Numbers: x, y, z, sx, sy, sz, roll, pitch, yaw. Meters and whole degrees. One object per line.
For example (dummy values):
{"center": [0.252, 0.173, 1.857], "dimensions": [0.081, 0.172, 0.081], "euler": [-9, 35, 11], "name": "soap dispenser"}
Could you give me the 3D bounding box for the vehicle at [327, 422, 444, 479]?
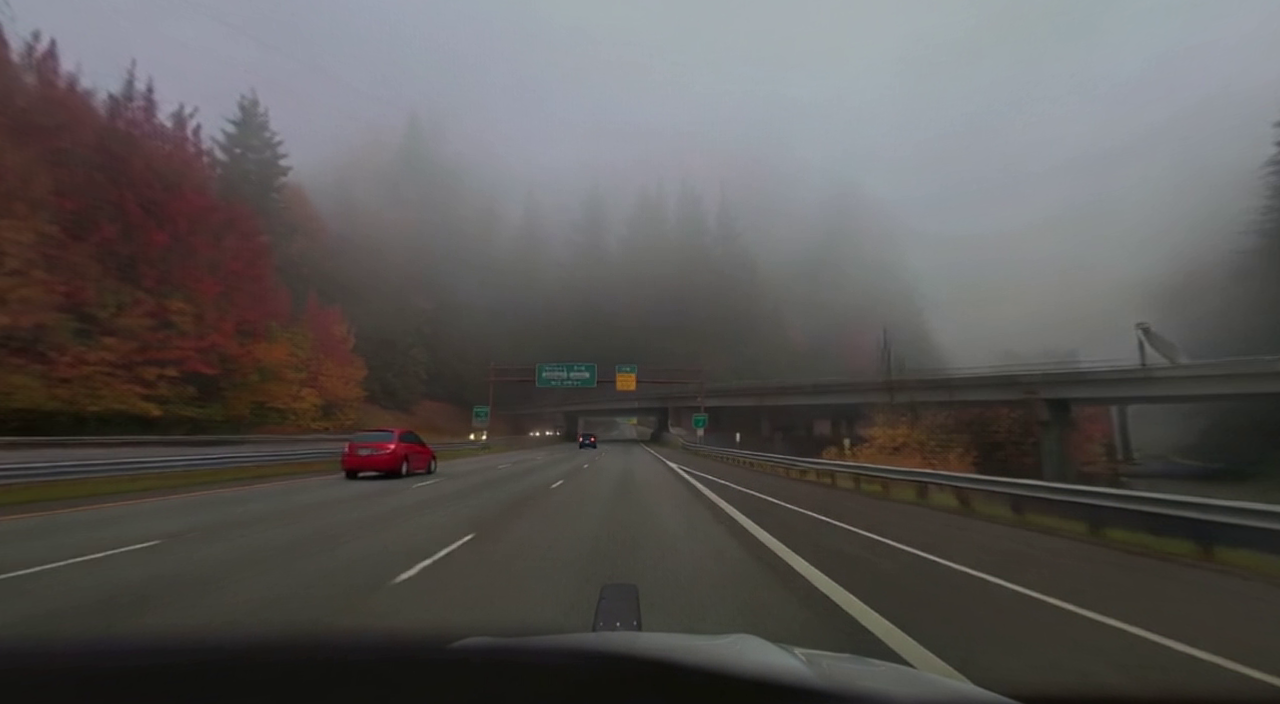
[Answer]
{"center": [-8.203, 3.212, 20.826], "dimensions": [1.987, 1.677, 4.580], "euler": [0, -8, 0], "name": "vehicle"}
